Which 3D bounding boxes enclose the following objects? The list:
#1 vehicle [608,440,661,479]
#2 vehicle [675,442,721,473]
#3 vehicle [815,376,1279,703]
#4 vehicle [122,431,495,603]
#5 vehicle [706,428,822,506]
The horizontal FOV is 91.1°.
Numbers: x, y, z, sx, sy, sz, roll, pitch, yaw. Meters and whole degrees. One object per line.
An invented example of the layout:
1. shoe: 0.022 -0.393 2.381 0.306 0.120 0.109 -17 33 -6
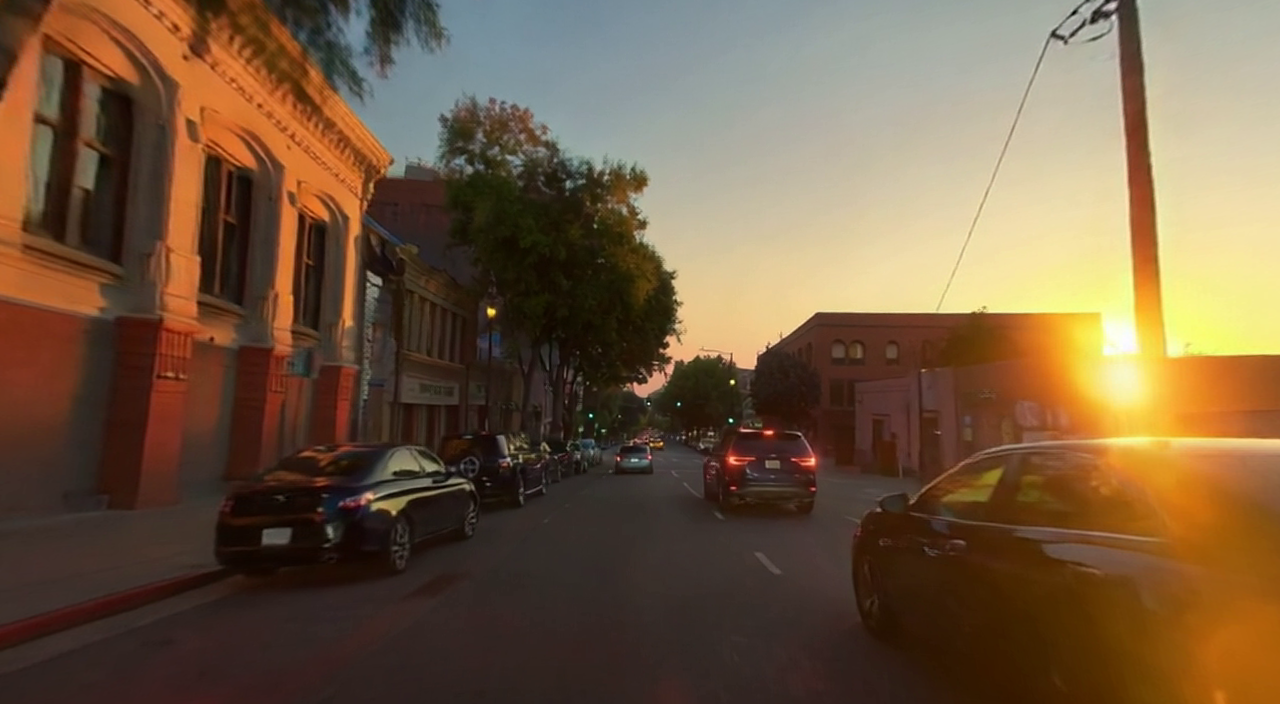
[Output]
1. vehicle: -0.194 4.385 25.861 2.007 1.460 3.923 0 -8 0
2. vehicle: 2.966 5.544 33.206 1.966 1.475 4.528 0 -8 0
3. vehicle: 2.462 1.007 2.735 2.080 1.495 4.591 0 -8 0
4. vehicle: -3.451 1.791 7.909 1.972 1.471 4.795 0 -8 2
5. vehicle: 2.975 2.869 16.147 2.002 1.707 4.547 0 -8 0
